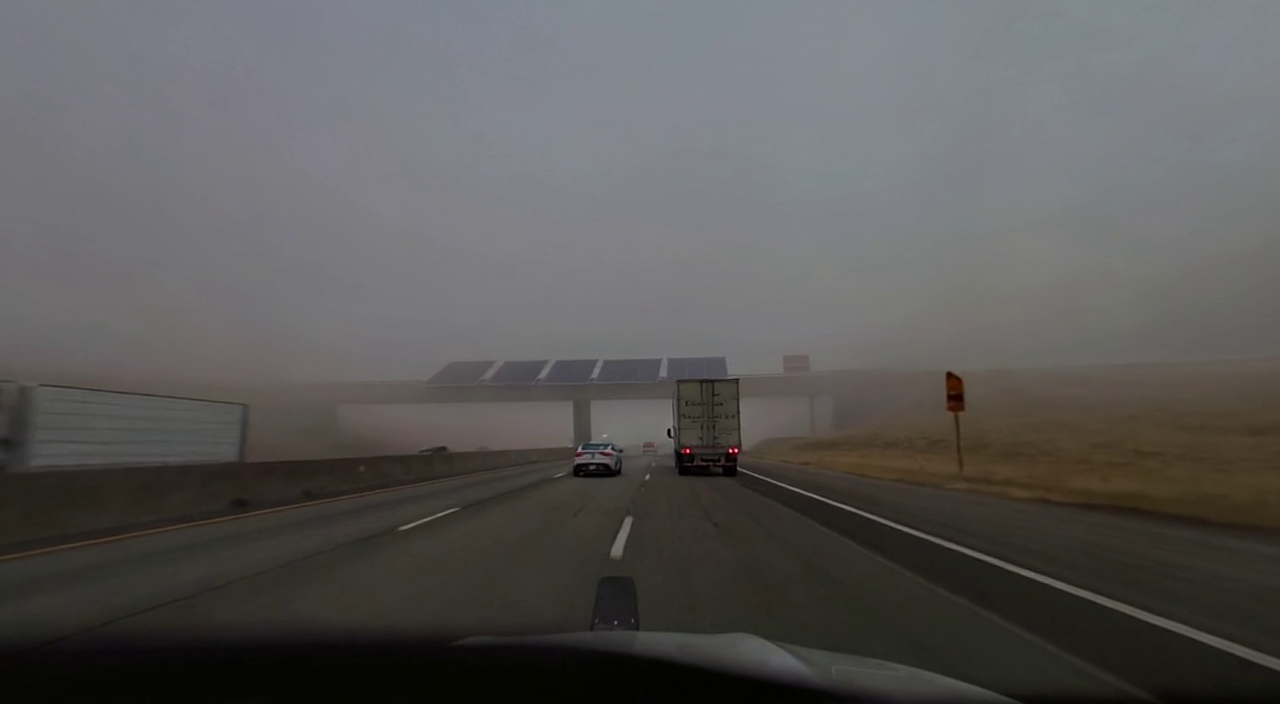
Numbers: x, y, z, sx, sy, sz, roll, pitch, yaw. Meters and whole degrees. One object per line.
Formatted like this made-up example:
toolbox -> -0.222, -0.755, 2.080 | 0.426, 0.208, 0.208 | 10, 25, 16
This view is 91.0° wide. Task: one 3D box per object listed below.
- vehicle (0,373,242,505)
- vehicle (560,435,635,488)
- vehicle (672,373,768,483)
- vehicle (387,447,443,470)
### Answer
vehicle -> -21.379, 3.343, 23.931 | 2.898, 4.112, 13.805 | -1, -8, 3
vehicle -> -1.313, 3.629, 21.236 | 2.066, 1.581, 4.268 | -1, -8, 2
vehicle -> 2.904, 3.228, 26.042 | 2.967, 3.633, 10.015 | -1, -8, 2
vehicle -> -15.828, 7.491, 44.473 | 2.056, 1.520, 4.610 | -1, -8, 3
